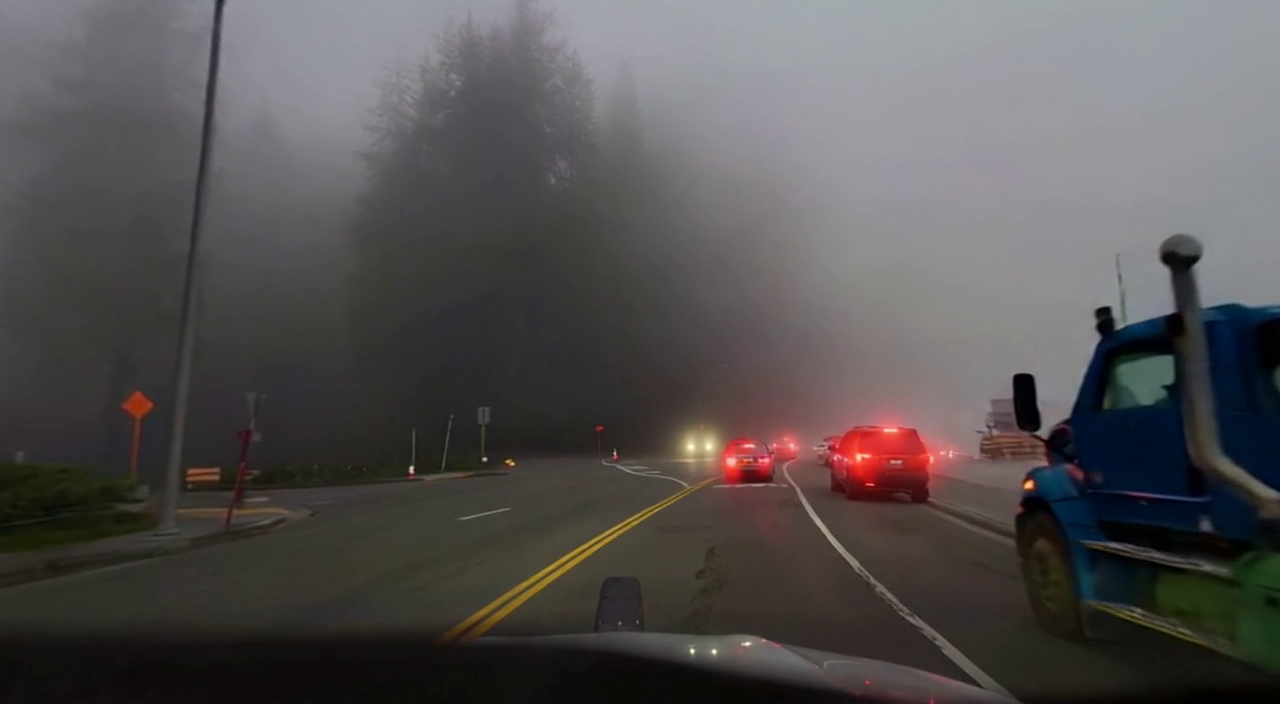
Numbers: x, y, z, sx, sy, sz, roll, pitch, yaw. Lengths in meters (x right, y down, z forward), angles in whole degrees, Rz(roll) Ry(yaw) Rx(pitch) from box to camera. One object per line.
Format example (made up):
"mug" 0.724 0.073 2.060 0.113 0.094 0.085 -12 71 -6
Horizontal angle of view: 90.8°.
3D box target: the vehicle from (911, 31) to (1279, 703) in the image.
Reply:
"vehicle" 3.528 0.309 1.839 3.098 2.601 6.758 -1 -6 6

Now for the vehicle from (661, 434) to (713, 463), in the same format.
"vehicle" 3.126 6.633 43.358 1.997 1.853 4.654 3 -9 -17

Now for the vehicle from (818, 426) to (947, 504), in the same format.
"vehicle" 6.211 2.921 16.723 2.030 1.774 3.884 0 -8 4

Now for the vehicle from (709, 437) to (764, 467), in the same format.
"vehicle" 5.334 5.603 35.478 1.716 1.583 3.770 2 -9 -13
